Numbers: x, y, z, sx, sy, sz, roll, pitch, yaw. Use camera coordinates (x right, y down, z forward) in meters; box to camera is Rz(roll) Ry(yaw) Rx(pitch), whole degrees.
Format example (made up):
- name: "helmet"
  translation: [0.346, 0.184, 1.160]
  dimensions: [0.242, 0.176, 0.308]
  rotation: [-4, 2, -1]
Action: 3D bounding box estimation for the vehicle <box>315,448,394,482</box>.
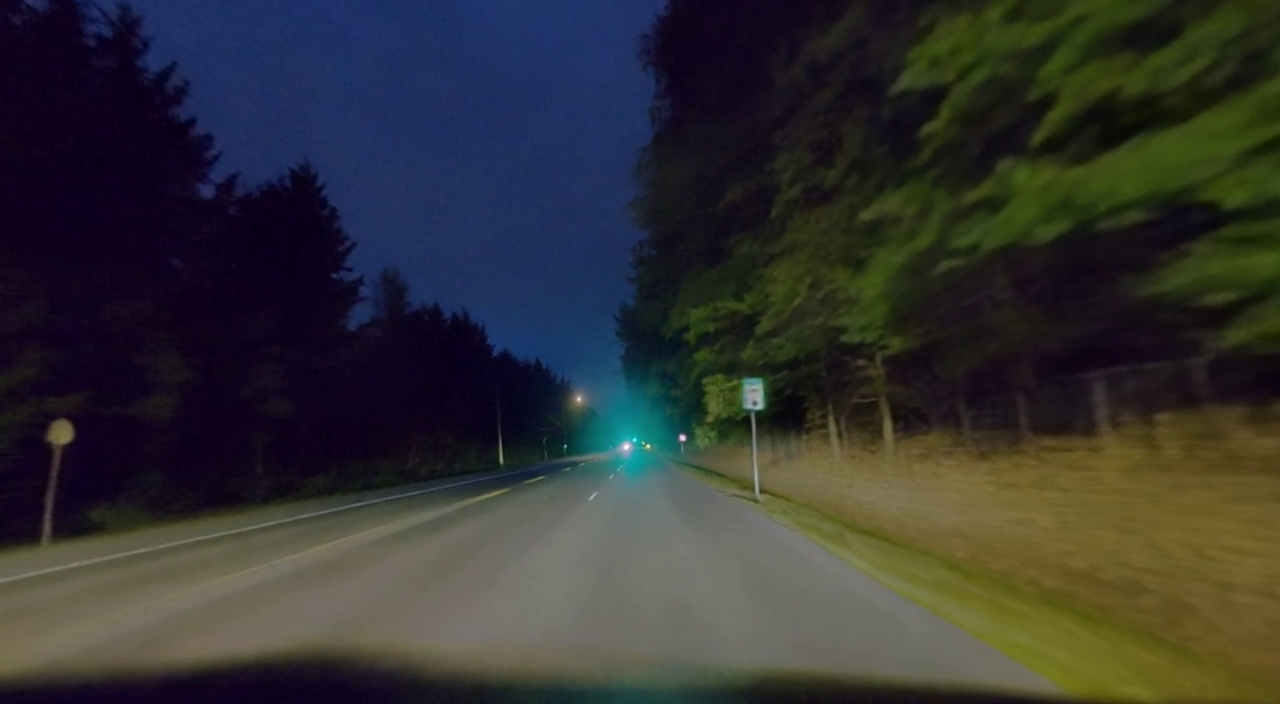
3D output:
- name: "vehicle"
  translation: [-20.625, 8.152, 45.709]
  dimensions: [4.655, 1.832, 2.227]
  rotation: [-6, -7, 1]
